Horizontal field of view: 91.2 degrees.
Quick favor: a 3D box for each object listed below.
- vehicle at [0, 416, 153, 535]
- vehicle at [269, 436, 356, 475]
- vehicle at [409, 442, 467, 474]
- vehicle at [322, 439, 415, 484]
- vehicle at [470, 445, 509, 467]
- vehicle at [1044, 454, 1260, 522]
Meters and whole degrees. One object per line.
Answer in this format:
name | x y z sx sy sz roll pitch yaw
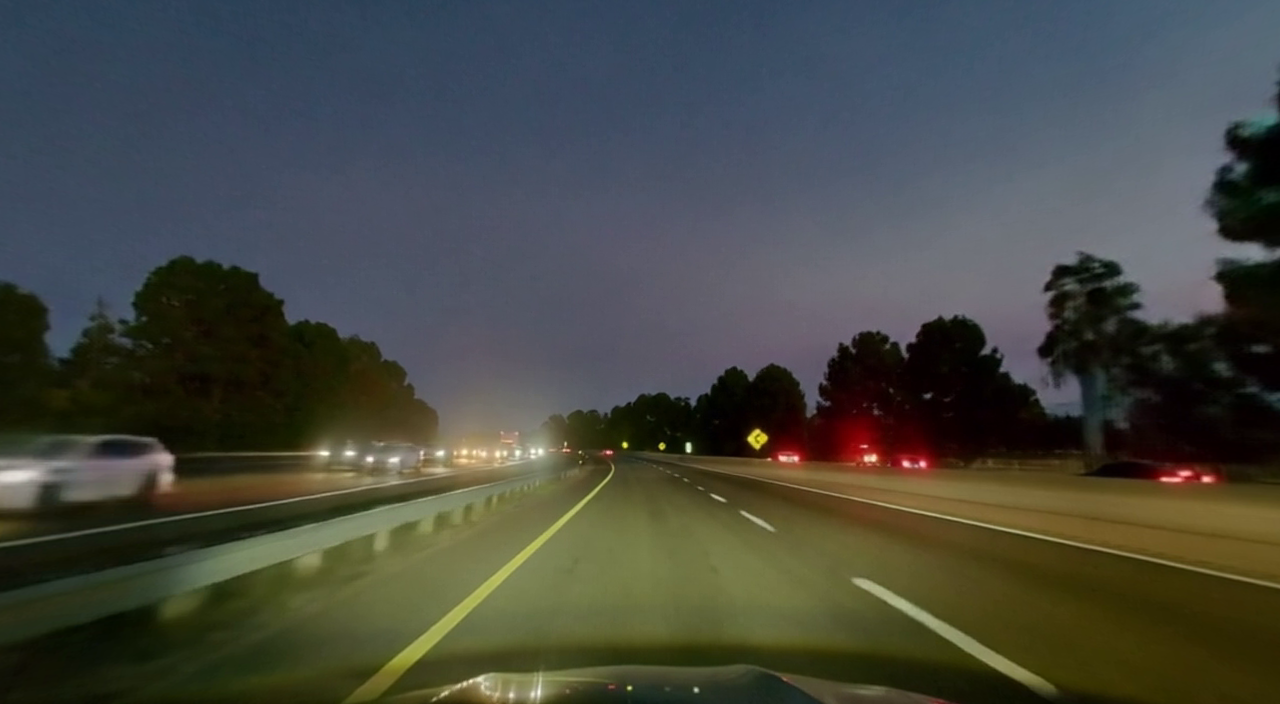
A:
vehicle | -8.990 1.615 8.267 1.839 1.474 4.225 0 -9 -3
vehicle | -15.558 4.956 30.091 2.023 1.697 4.402 1 -9 -4
vehicle | -10.167 5.363 31.832 1.832 1.507 3.859 0 -9 -3
vehicle | -9.719 3.936 22.801 1.797 1.477 3.854 0 -9 -3
vehicle | -11.268 7.813 47.226 1.946 1.519 4.791 0 -9 -3
vehicle | 13.585 3.598 17.125 1.941 1.536 4.585 0 -9 -2
